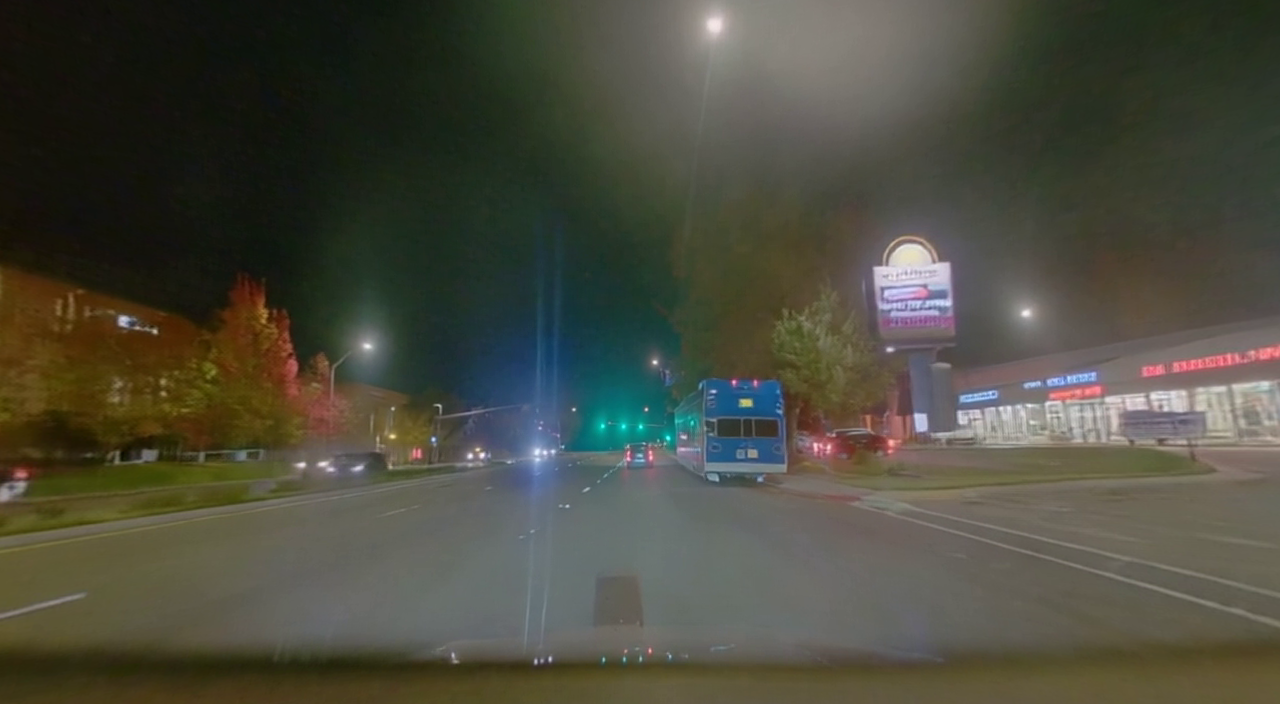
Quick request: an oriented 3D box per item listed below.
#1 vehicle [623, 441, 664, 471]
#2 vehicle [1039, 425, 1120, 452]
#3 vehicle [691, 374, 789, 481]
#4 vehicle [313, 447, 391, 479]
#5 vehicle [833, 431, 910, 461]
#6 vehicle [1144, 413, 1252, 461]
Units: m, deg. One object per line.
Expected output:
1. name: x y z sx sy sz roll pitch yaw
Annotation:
1. vehicle: 0.167 5.701 34.839 2.103 1.506 4.742 0 -9 -1
2. vehicle: 26.091 5.180 37.523 4.196 1.520 1.953 4 -10 -25
3. vehicle: 4.014 3.411 27.555 2.896 3.921 8.415 0 -9 0
4. vehicle: -14.551 5.619 32.226 1.836 1.498 4.518 0 -9 1
5. vehicle: 13.890 5.687 37.960 4.037 1.538 1.912 -7 -10 26
6. vehicle: 23.083 3.514 26.104 4.430 1.659 1.905 2 -10 -31
